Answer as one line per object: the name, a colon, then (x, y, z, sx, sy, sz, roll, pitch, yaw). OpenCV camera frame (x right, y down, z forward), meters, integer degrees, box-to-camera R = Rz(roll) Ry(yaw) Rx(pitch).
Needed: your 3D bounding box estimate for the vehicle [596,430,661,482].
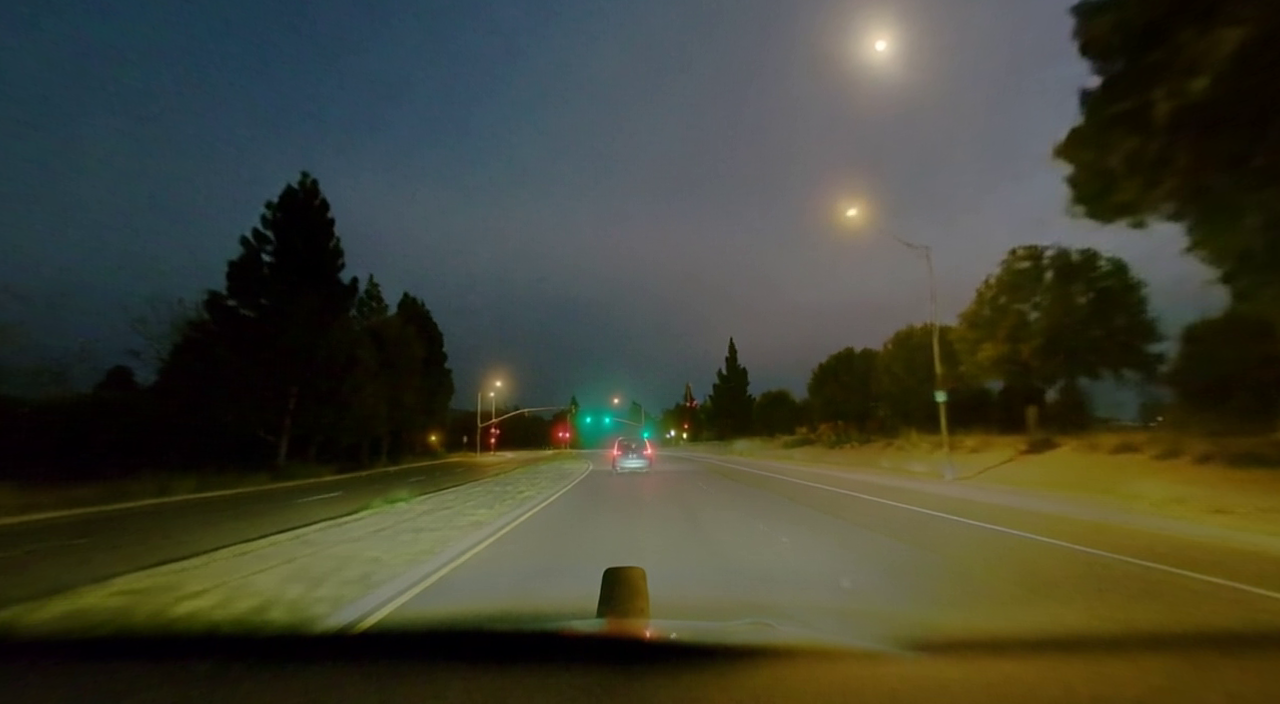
vehicle: (-0.421, 3.835, 23.460, 2.192, 1.734, 4.176, 0, -8, -1)
